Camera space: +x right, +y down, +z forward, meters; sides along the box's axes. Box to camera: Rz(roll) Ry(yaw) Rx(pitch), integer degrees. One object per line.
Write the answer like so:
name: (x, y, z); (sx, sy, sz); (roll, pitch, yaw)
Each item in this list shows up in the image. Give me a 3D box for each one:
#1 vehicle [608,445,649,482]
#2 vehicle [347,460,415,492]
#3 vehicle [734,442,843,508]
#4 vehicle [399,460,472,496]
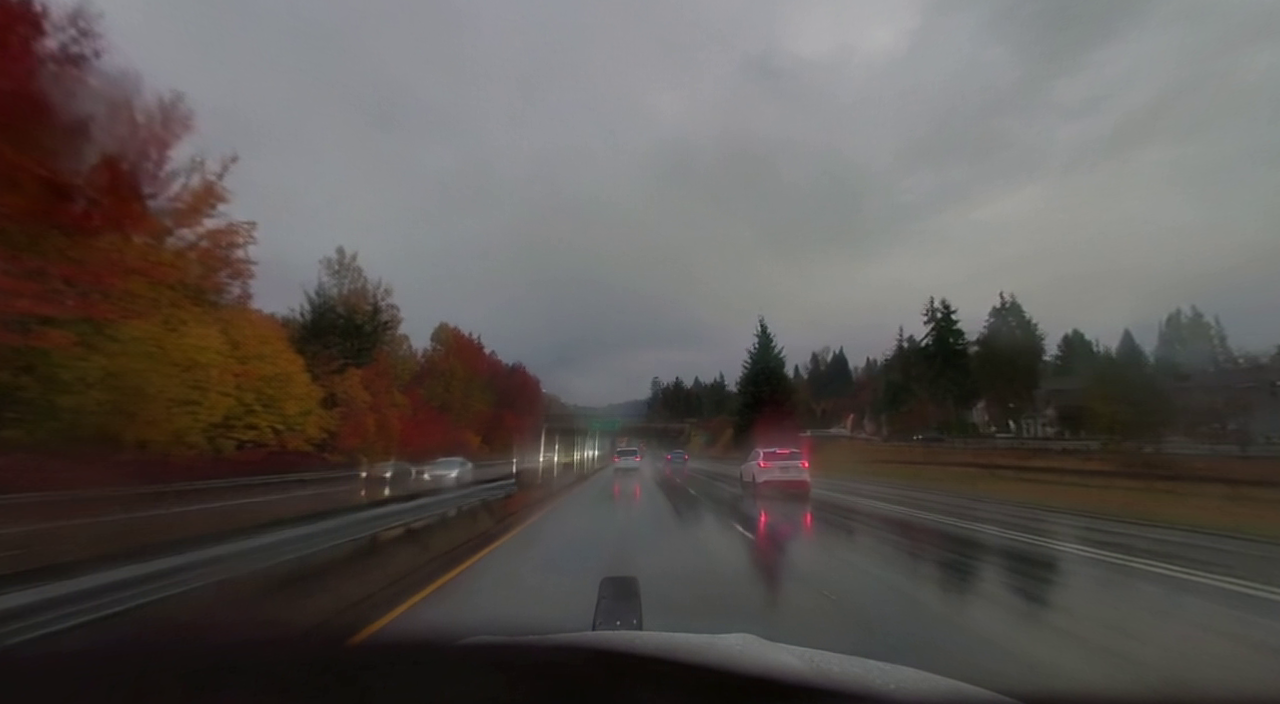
vehicle: (-0.530, 5.524, 31.456); (1.937, 1.699, 3.936); (0, -9, 0)
vehicle: (-13.511, 6.457, 32.899); (1.837, 1.495, 3.979); (-1, -9, 0)
vehicle: (3.818, 3.230, 16.947); (1.843, 1.505, 4.339); (0, -9, -1)
vehicle: (-9.709, 5.980, 30.138); (1.929, 1.492, 4.486); (-1, -9, 1)
